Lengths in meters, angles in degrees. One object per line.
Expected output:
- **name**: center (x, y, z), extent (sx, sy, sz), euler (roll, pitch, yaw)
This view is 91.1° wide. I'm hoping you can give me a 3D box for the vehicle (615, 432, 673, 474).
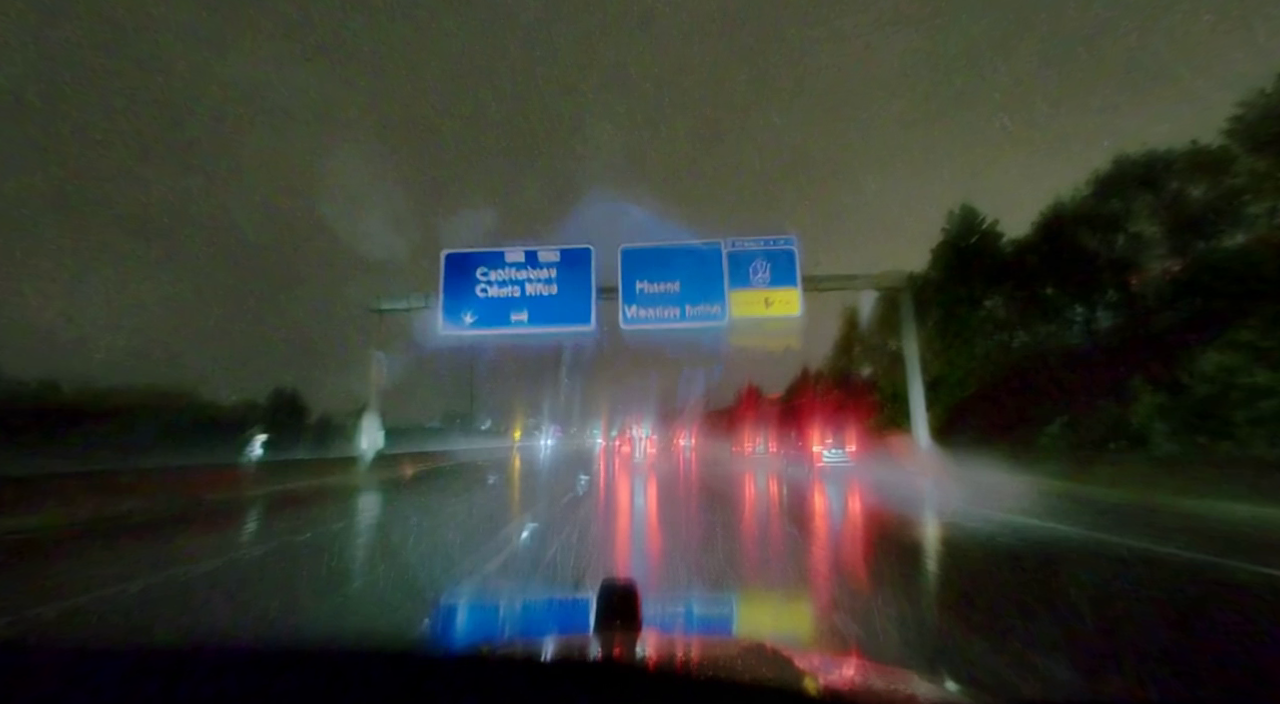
- **vehicle**: center (0.123, 3.814, 24.095), extent (2.046, 1.467, 3.844), euler (0, -8, -1)
